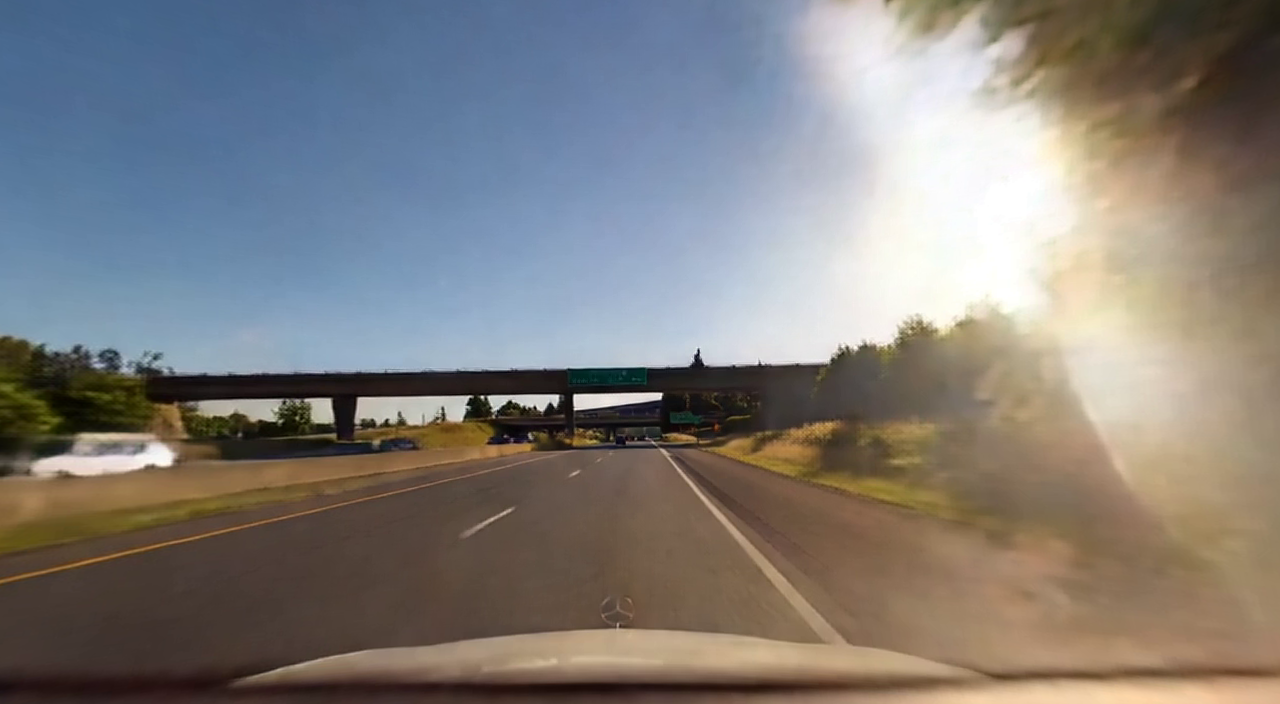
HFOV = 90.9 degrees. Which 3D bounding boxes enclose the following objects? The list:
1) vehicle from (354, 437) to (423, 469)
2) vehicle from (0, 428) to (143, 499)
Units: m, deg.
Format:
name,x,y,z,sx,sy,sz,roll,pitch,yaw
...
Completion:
name,x,y,z,sx,sy,sz,roll,pitch,yaw
vehicle,-11.804,4.740,29.810,1.866,1.380,3.399,0,-8,0
vehicle,-15.259,2.675,15.496,2.223,1.560,4.808,0,-8,-1
